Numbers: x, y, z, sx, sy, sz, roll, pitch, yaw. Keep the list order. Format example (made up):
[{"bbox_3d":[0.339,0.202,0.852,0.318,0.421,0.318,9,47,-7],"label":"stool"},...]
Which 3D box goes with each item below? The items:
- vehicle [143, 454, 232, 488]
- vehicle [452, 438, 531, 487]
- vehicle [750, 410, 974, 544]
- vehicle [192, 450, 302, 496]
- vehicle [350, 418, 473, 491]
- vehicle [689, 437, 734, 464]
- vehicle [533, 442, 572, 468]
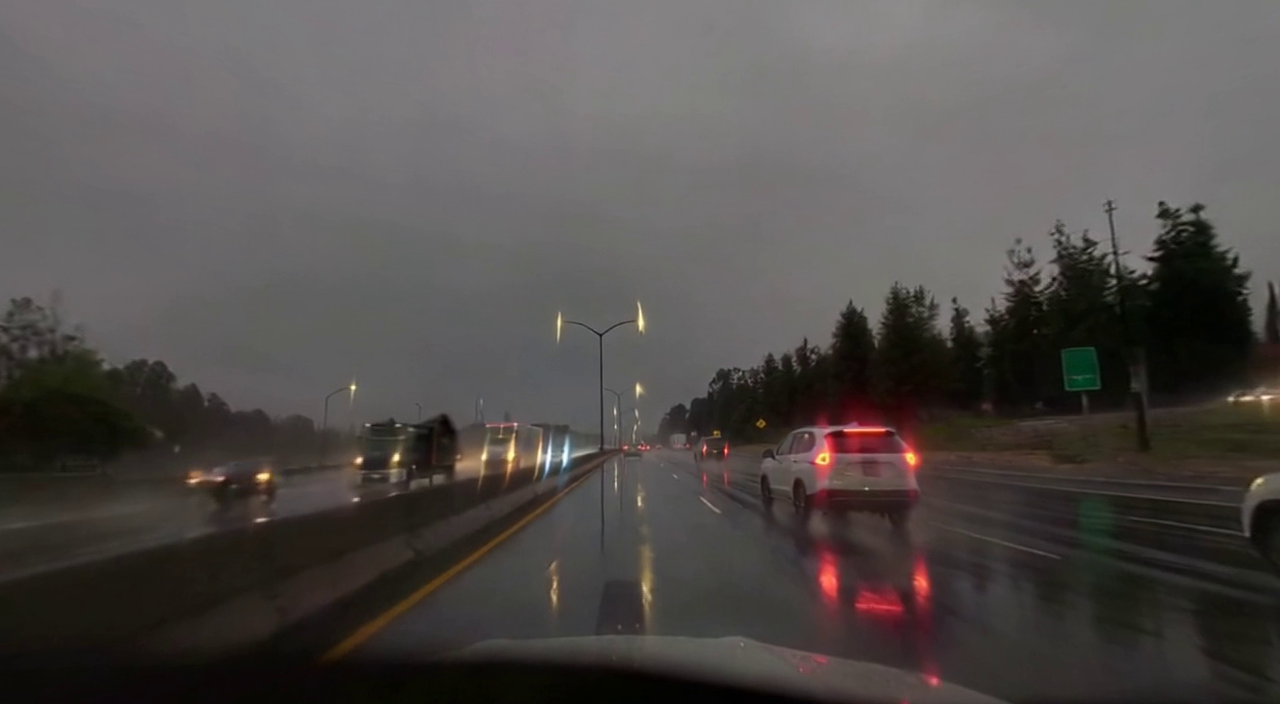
[{"bbox_3d":[-27.565,7.221,38.708,2.089,1.915,4.627,0,-9,-2],"label":"vehicle"},{"bbox_3d":[-5.638,4.246,24.598,2.037,1.700,4.417,0,-9,-1],"label":"vehicle"},{"bbox_3d":[3.240,1.934,10.365,2.059,1.711,4.302,0,-9,-1],"label":"vehicle"},{"bbox_3d":[-16.838,5.162,27.395,1.963,1.786,4.373,0,-8,-1],"label":"vehicle"},{"bbox_3d":[-9.487,4.348,27.118,2.786,2.696,6.461,0,-9,0],"label":"vehicle"},{"bbox_3d":[5.387,7.540,48.518,2.434,1.869,5.553,0,-9,-3],"label":"vehicle"},{"bbox_3d":[-6.063,7.210,44.463,2.126,1.715,4.619,0,-8,0],"label":"vehicle"}]
